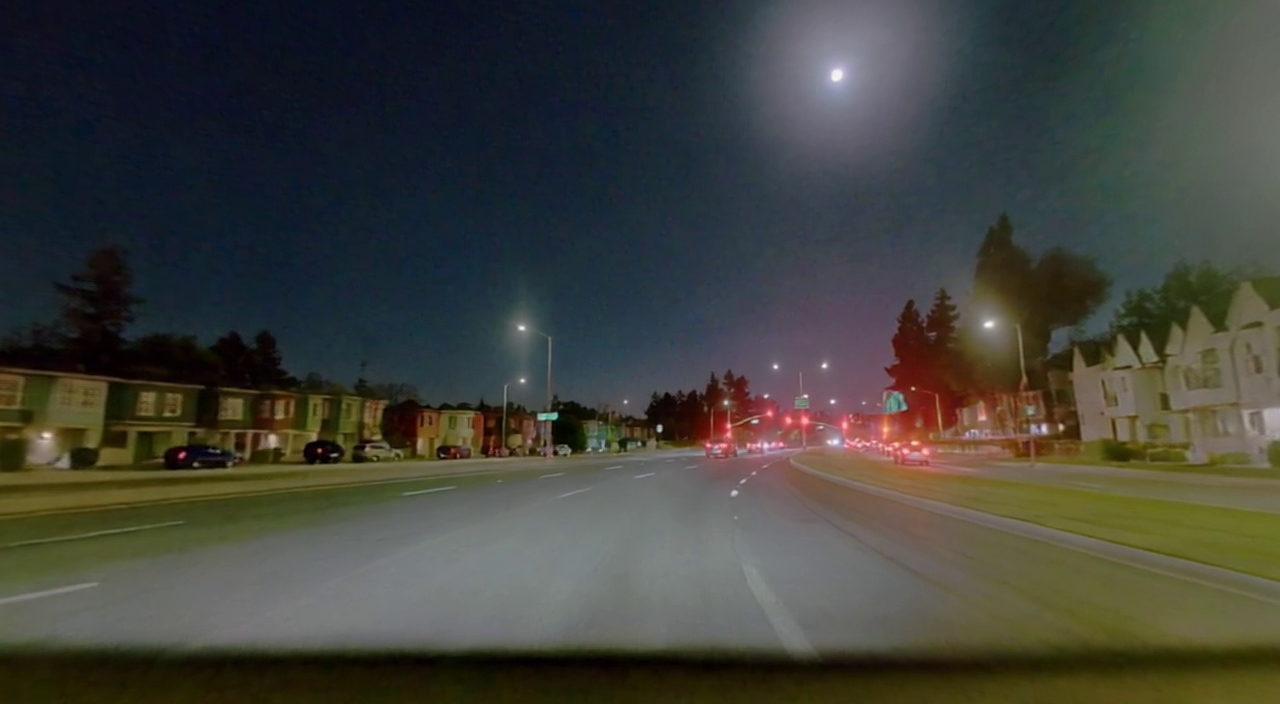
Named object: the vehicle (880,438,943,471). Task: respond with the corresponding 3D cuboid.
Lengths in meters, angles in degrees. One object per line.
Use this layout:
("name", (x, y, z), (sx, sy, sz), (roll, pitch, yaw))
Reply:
("vehicle", (14.936, 5.745, 35.035), (1.988, 1.487, 4.479), (-3, -13, 8))

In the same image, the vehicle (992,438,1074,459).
("vehicle", (29.274, 7.207, 47.215), (4.669, 1.517, 1.993), (-2, -9, 10))

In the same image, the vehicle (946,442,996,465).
("vehicle", (23.614, 7.258, 45.285), (1.945, 1.531, 4.589), (-2, -9, 12))

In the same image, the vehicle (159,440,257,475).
("vehicle", (-26.294, 6.508, 38.682), (1.958, 1.708, 4.611), (-6, -14, 16))

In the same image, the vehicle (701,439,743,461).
("vehicle", (6.140, 7.224, 46.585), (2.081, 1.489, 4.863), (-3, -9, 19))
